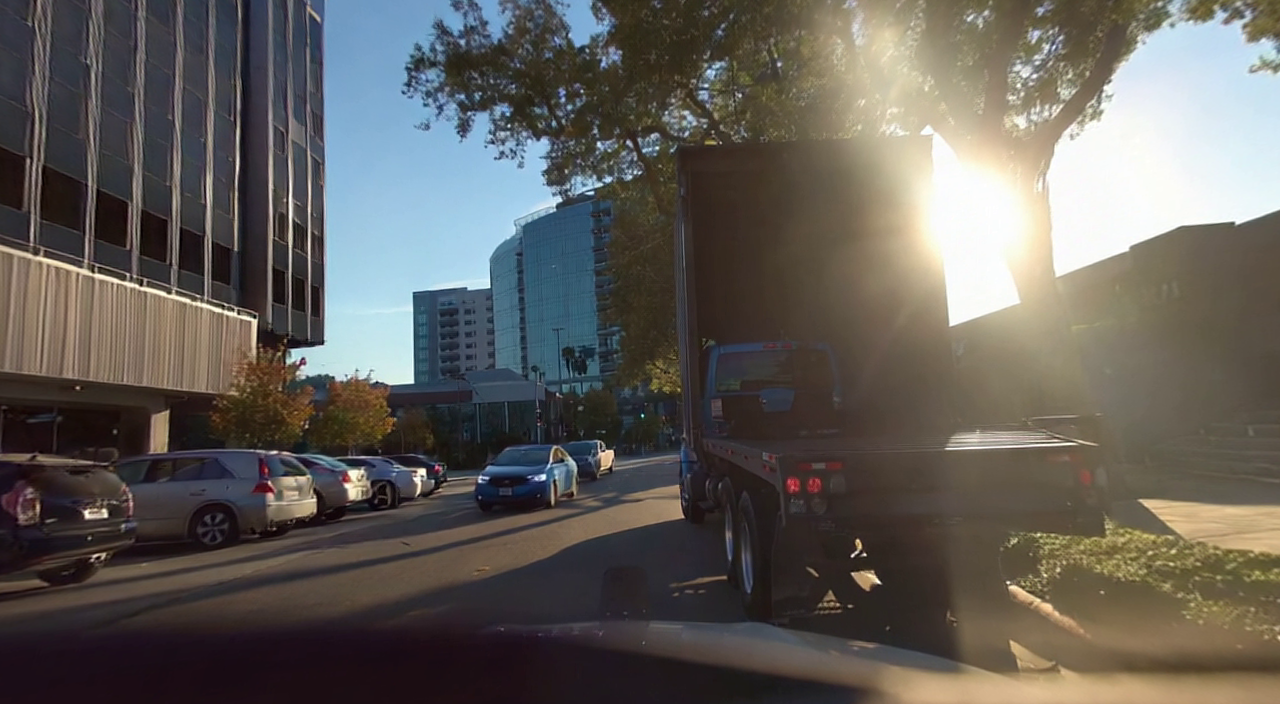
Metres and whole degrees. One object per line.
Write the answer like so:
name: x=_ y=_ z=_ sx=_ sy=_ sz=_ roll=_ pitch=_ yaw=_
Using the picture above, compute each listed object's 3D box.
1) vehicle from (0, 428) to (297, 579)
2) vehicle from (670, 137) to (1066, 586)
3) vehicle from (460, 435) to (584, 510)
vehicle: x=-8.153 y=2.087 z=9.234 sx=5.022 sy=1.872 sz=2.137 roll=7 pitch=-11 yaw=-41
vehicle: x=2.534 y=0.833 z=11.457 sx=3.320 sy=4.034 sz=11.553 roll=-1 pitch=-8 yaw=6
vehicle: x=-2.658 y=2.832 z=15.337 sx=2.183 sy=1.563 sz=4.257 roll=0 pitch=-8 yaw=0
